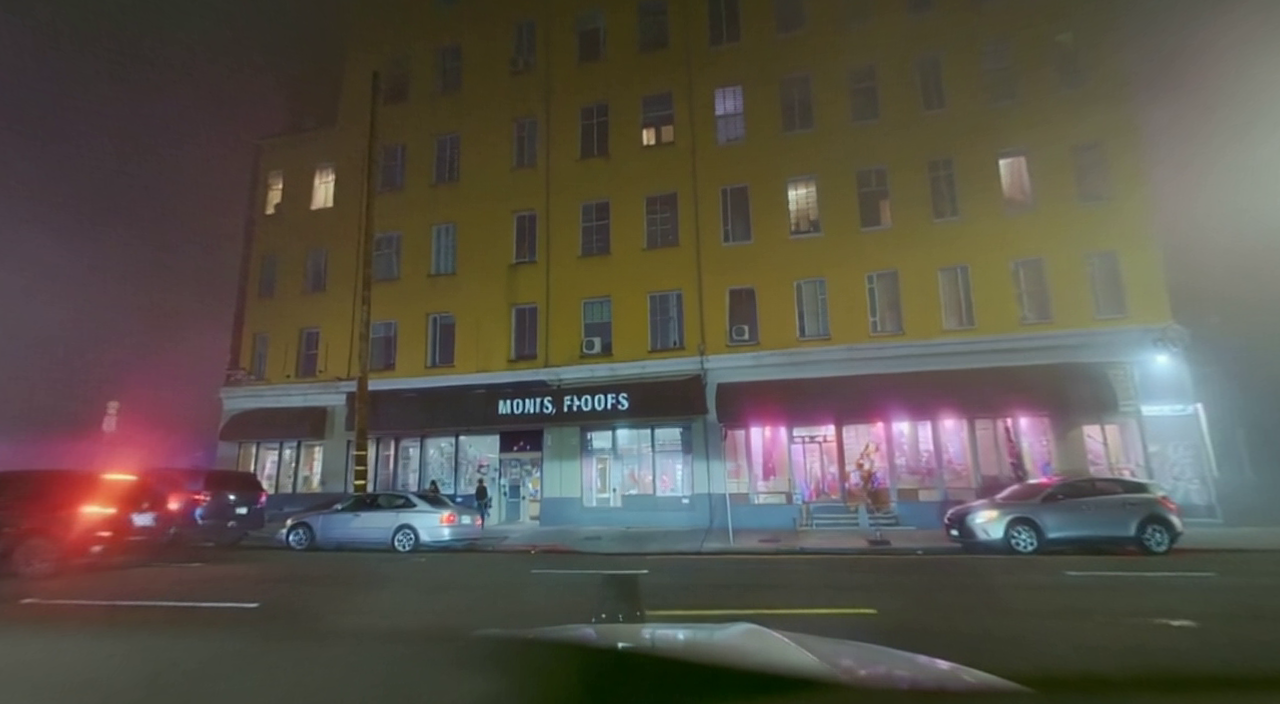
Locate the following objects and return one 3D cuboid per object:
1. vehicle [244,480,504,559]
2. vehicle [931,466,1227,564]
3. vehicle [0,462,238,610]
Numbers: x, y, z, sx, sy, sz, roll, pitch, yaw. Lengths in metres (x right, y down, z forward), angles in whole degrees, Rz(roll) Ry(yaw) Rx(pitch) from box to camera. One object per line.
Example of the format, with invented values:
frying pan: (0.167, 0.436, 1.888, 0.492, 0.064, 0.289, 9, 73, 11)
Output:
vehicle: (-5.596, 3.541, 13.633, 4.830, 1.421, 1.826, -1, -8, 7)
vehicle: (8.528, 3.192, 12.669, 4.410, 1.687, 1.834, -1, -8, 5)
vehicle: (-7.797, 2.161, 7.993, 4.330, 1.458, 1.932, -2, -8, 11)
